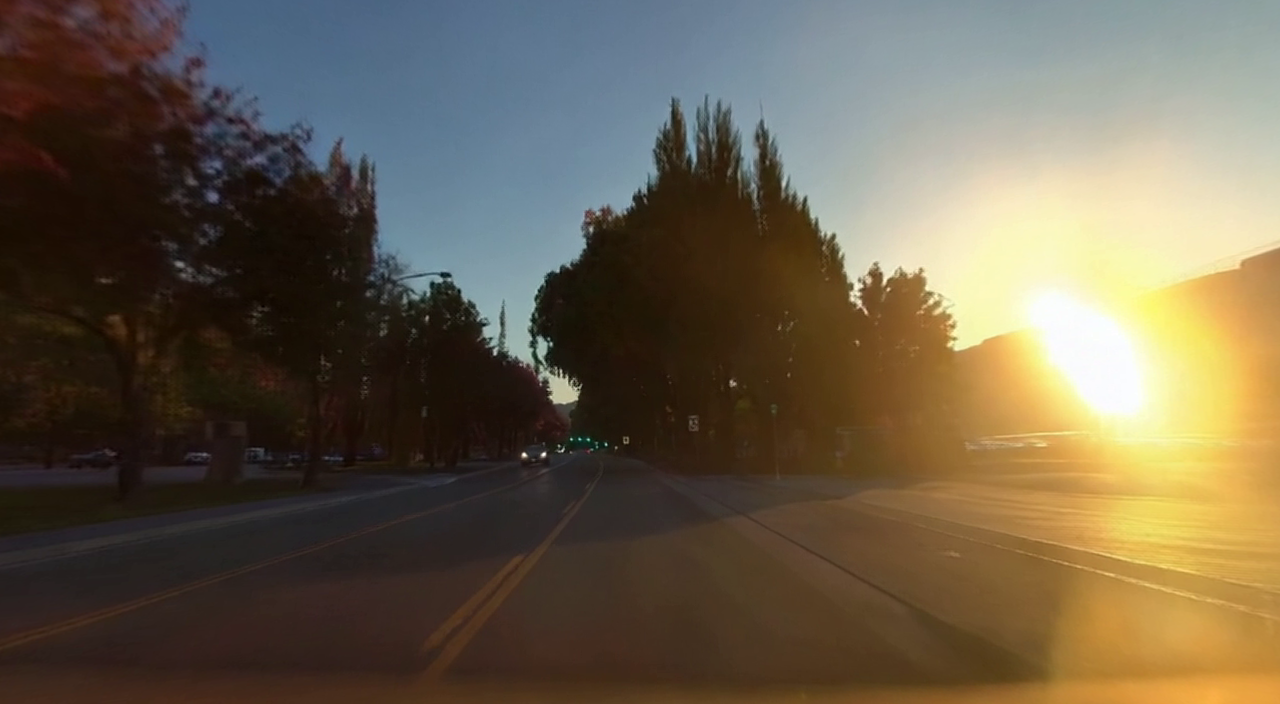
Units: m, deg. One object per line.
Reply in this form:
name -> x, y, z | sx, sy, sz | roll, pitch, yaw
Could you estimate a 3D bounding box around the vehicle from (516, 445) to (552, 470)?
vehicle -> -7.719, 7.722, 46.029 | 2.017, 1.725, 4.115 | 0, -9, -2
